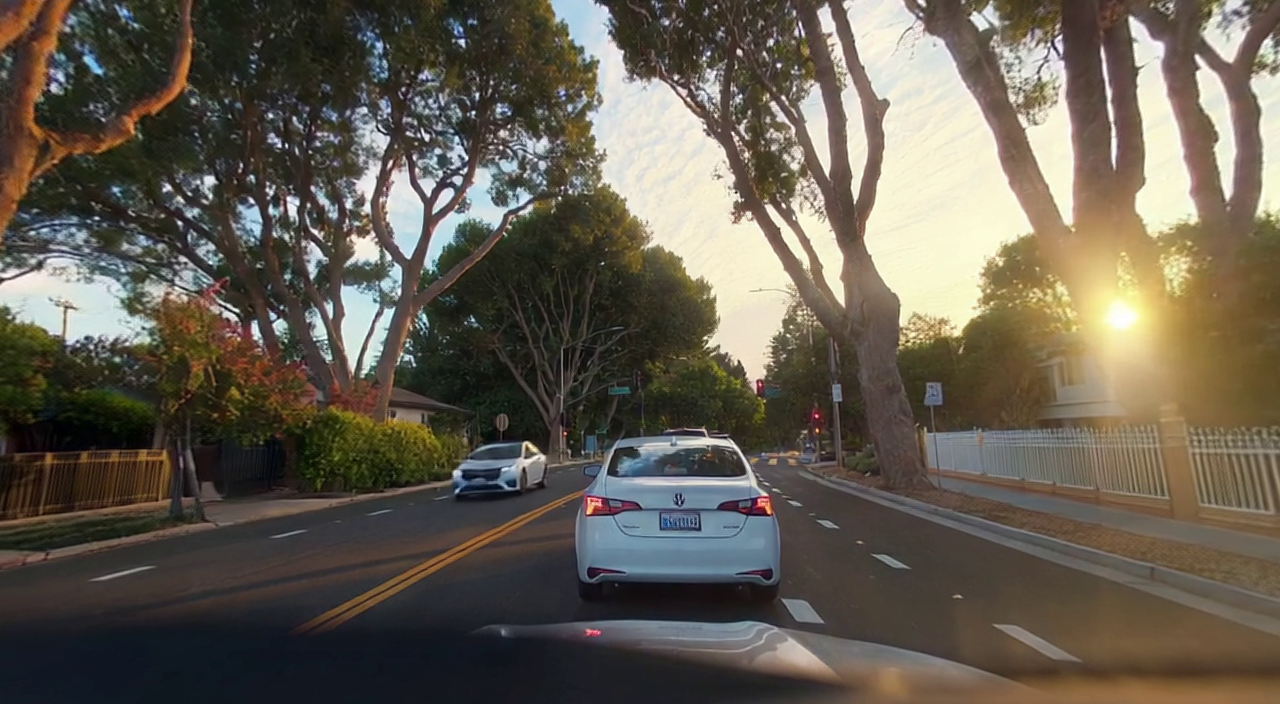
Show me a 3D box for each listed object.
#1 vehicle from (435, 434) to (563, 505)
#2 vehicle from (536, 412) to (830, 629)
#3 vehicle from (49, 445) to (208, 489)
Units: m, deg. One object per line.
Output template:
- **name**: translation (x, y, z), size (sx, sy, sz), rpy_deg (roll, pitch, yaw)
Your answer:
- **vehicle**: translation (-3.611, 3.132, 17.035), size (2.160, 1.507, 4.470), rpy_deg (-5, -10, 4)
- **vehicle**: translation (0.338, 1.480, 6.489), size (2.070, 1.516, 3.936), rpy_deg (0, -8, 1)
- **vehicle**: translation (-18.108, 4.069, 22.414), size (4.069, 1.445, 2.063), rpy_deg (-2, -9, 8)
